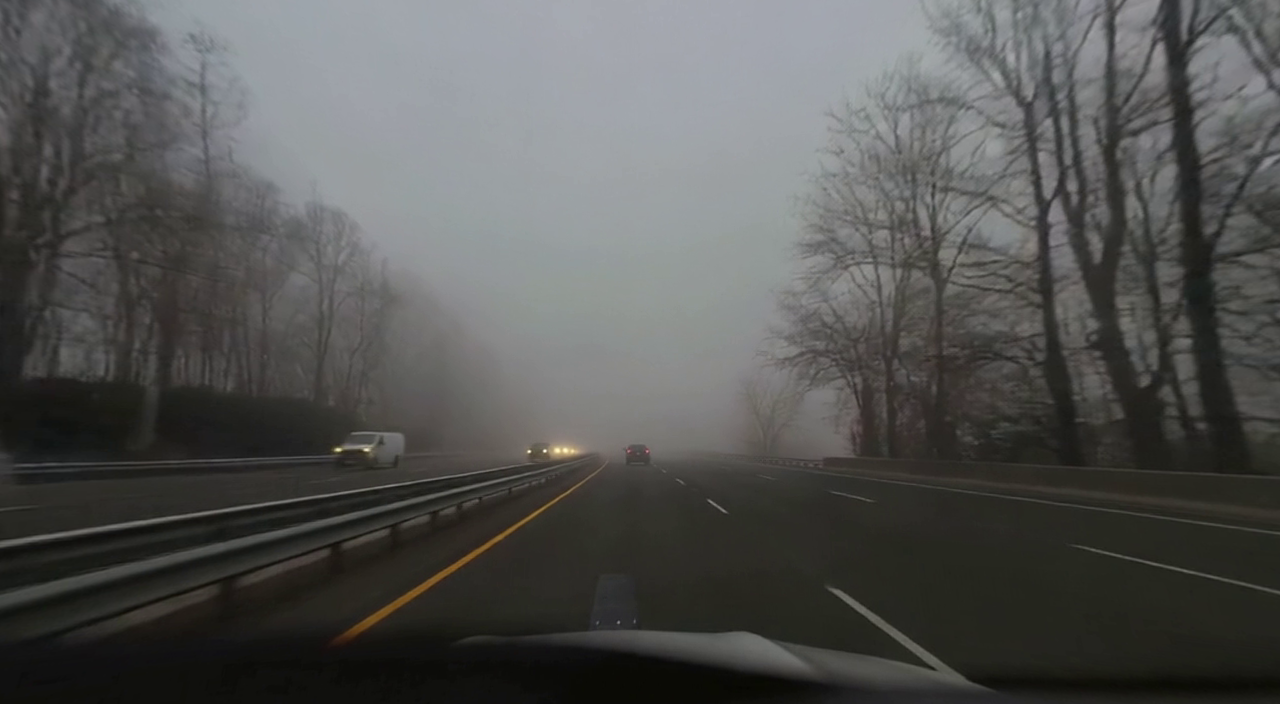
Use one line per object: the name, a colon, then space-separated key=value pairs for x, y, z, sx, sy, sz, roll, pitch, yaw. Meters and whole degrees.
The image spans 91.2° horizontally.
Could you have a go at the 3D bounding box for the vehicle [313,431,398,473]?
vehicle: x=-13.440 y=4.745 z=29.971 sx=2.047 sy=1.825 sz=4.344 roll=0 pitch=-9 yaw=-1

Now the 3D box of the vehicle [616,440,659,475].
vehicle: x=-0.194 y=5.659 z=33.824 sx=2.151 sy=1.693 sz=4.201 roll=0 pitch=-9 yaw=-1
